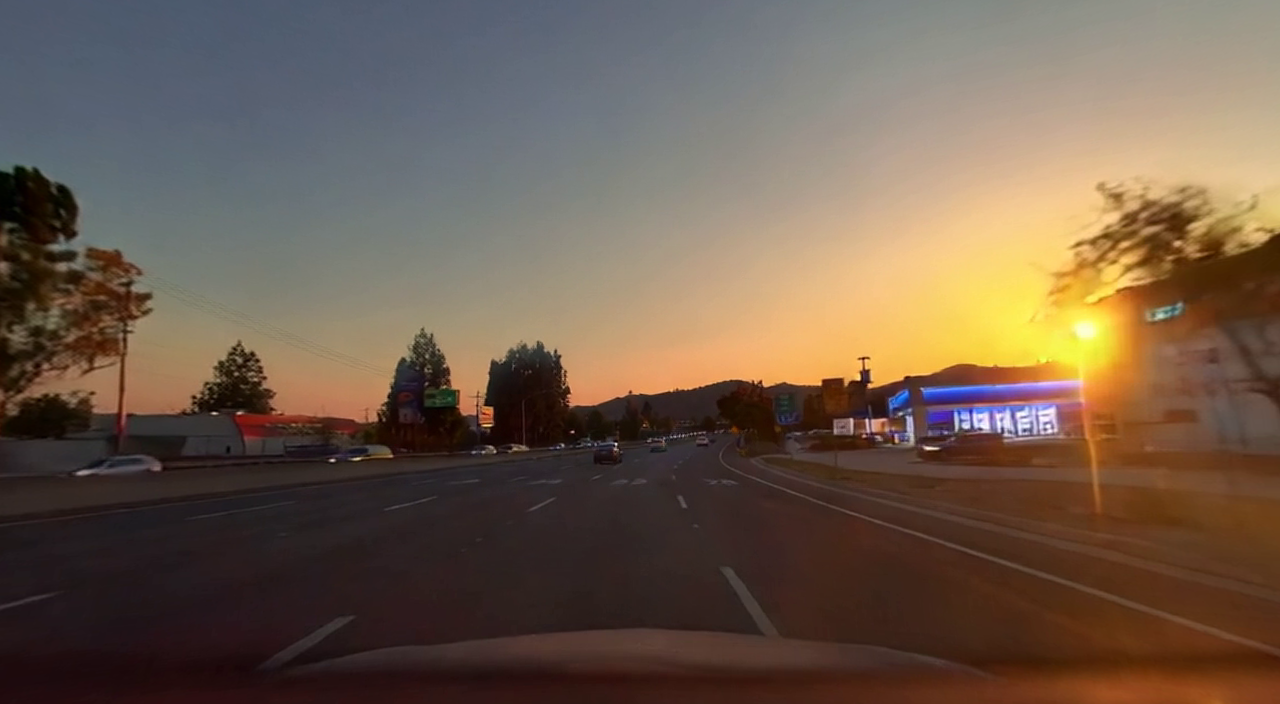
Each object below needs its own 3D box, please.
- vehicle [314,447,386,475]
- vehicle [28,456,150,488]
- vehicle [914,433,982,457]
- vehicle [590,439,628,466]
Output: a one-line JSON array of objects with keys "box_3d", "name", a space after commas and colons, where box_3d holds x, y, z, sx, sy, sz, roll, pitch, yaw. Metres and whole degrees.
[{"box_3d": [-17.882, 6.705, 39.200, 1.972, 1.610, 4.607, -1, -9, 4], "name": "vehicle"}, {"box_3d": [-28.731, 6.243, 33.178, 1.931, 1.452, 4.774, 0, -9, 3], "name": "vehicle"}, {"box_3d": [22.907, 6.928, 46.969, 4.317, 1.504, 1.884, -7, -9, 29], "name": "vehicle"}, {"box_3d": [-2.091, 6.955, 44.013, 2.139, 1.782, 4.079, -1, -9, 5], "name": "vehicle"}]
